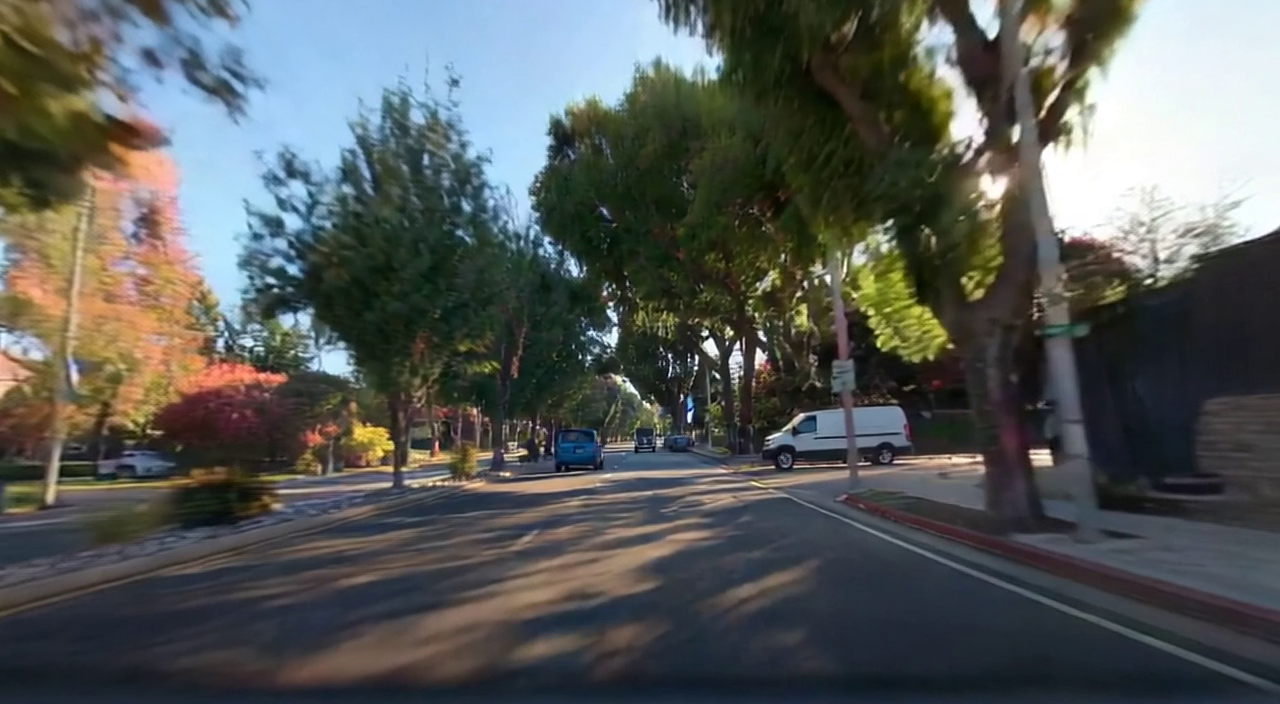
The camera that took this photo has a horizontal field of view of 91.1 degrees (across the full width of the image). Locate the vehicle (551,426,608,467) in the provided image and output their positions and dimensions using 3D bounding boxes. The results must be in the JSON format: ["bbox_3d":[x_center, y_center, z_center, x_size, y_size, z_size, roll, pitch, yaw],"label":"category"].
[{"bbox_3d":[-2.928,4.722,31.396,2.281,1.837,4.845,0,-8,1],"label":"vehicle"}]

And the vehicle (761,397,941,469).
[{"bbox_3d":[9.274,3.649,28.531,7.177,2.935,3.132,0,-7,6],"label":"vehicle"}]
